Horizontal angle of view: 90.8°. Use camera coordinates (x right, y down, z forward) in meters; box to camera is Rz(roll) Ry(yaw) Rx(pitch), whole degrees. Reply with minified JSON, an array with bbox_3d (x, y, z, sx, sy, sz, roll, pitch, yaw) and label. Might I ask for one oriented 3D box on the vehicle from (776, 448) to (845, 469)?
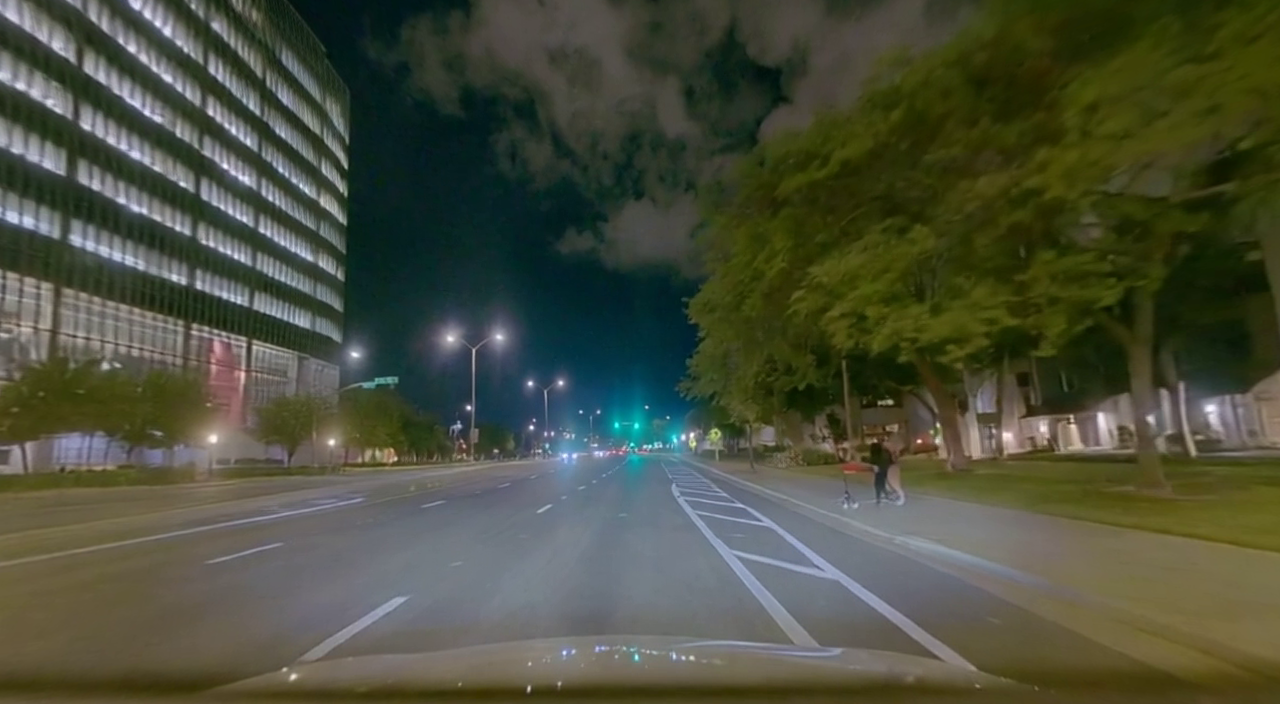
[{"bbox_3d":[12.454,7.777,46.355,4.489,1.491,2.022,0,-9,0],"label":"vehicle"}]
